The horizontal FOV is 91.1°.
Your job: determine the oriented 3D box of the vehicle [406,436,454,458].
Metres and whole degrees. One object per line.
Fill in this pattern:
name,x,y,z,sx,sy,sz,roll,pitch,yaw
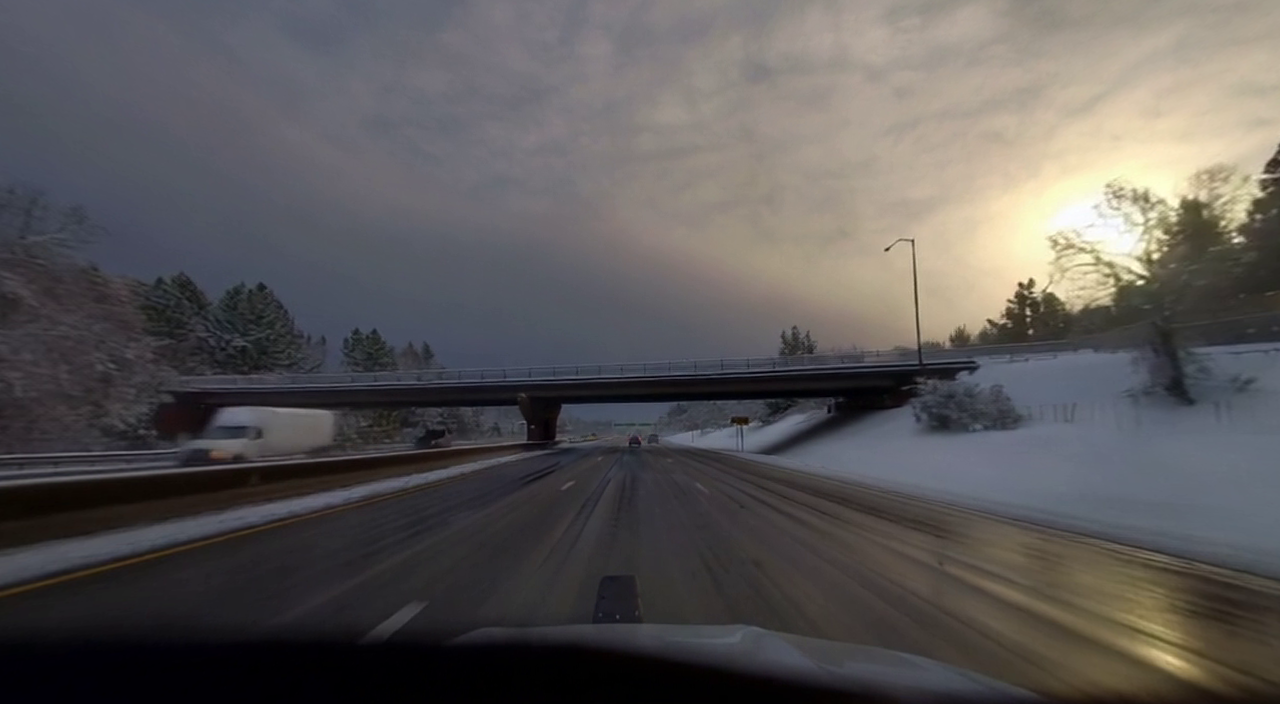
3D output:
vehicle,-14.778,6.685,44.515,1.875,1.483,4.517,0,-8,-1
